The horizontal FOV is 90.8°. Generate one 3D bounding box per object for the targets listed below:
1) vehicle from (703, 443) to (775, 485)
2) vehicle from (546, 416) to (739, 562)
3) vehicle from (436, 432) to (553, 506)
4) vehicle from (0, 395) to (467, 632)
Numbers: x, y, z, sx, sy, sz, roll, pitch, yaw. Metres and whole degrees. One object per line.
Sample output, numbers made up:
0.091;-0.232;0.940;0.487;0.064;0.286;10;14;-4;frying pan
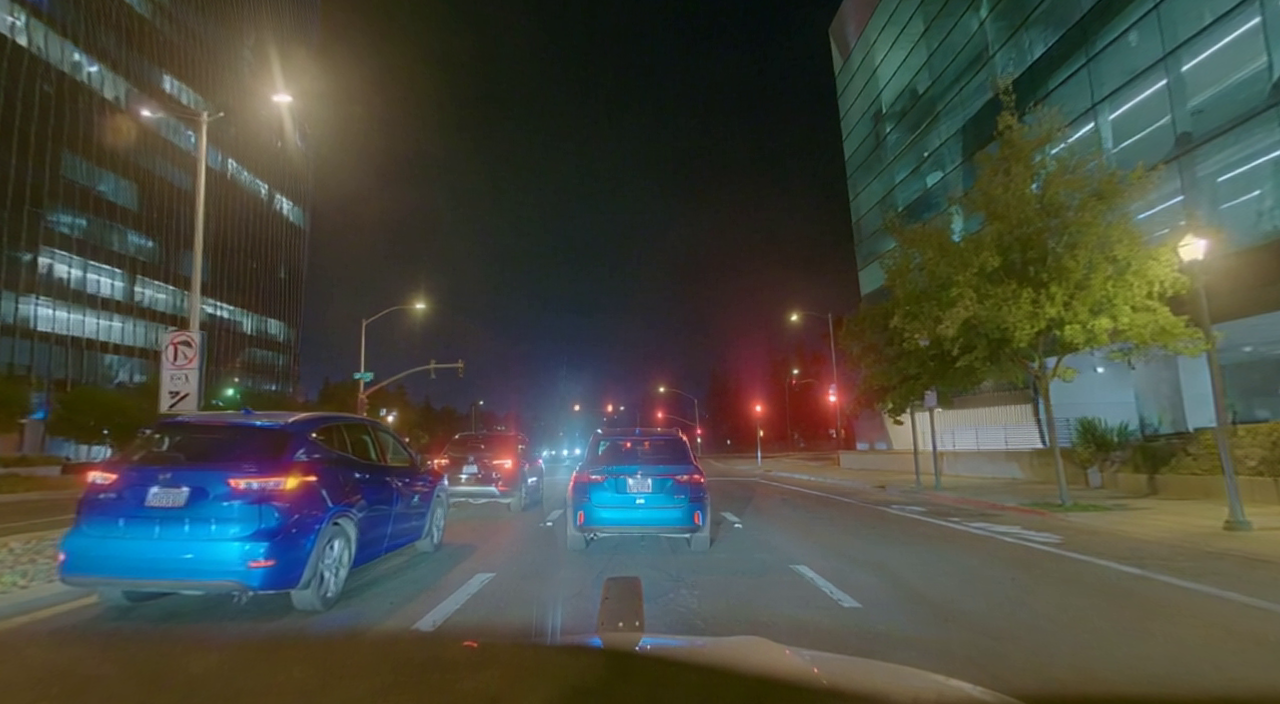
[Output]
3.714;4.261;24.456;2.082;1.445;4.426;0;-8;0;vehicle
0.005;1.881;9.402;2.207;1.659;4.155;0;-8;-1;vehicle
-3.620;2.992;16.586;2.068;1.678;4.199;0;-8;0;vehicle
-3.562;1.483;6.808;2.083;1.691;4.398;0;-8;1;vehicle
